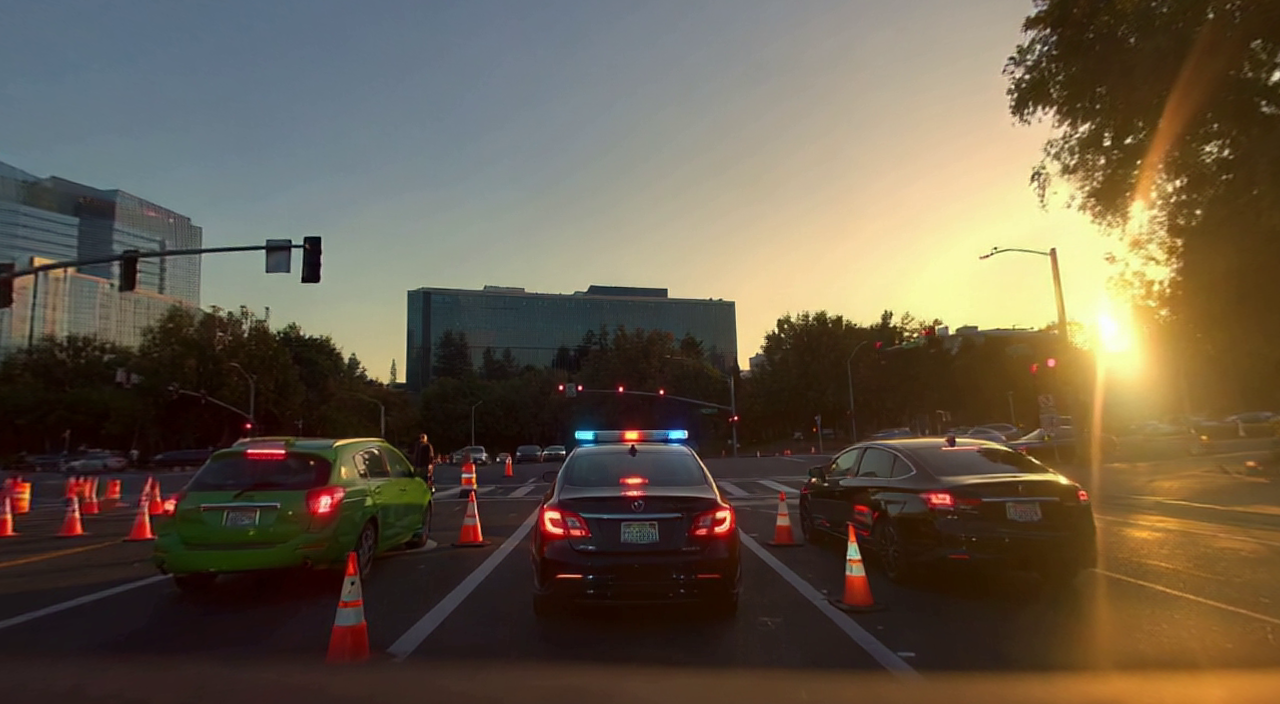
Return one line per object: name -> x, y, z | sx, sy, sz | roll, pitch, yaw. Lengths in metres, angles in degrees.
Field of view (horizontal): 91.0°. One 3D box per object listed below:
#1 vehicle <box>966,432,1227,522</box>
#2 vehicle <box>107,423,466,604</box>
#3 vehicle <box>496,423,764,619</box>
vehicle -> 9.358, 2.582, 13.584 | 1.957, 1.576, 4.670 | 0, -9, -3
vehicle -> -3.593, 1.681, 7.446 | 1.863, 1.526, 4.006 | 0, -8, 1
vehicle -> -0.121, 1.628, 7.089 | 2.061, 1.486, 4.332 | 0, -8, -1
